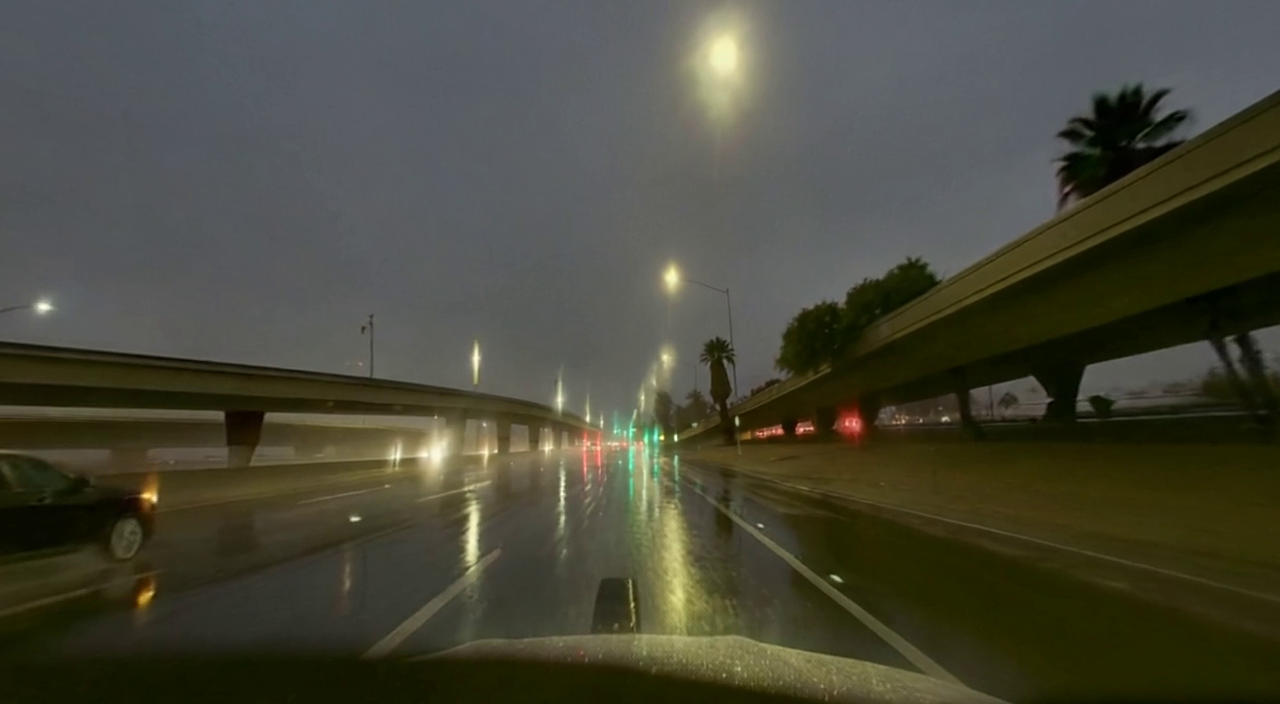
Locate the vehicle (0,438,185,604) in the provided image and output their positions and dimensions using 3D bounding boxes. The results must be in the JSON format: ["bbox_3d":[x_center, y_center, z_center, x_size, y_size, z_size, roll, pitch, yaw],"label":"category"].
[{"bbox_3d":[-6.836,1.587,5.973,1.914,1.503,4.268,-1,-8,-1],"label":"vehicle"}]
